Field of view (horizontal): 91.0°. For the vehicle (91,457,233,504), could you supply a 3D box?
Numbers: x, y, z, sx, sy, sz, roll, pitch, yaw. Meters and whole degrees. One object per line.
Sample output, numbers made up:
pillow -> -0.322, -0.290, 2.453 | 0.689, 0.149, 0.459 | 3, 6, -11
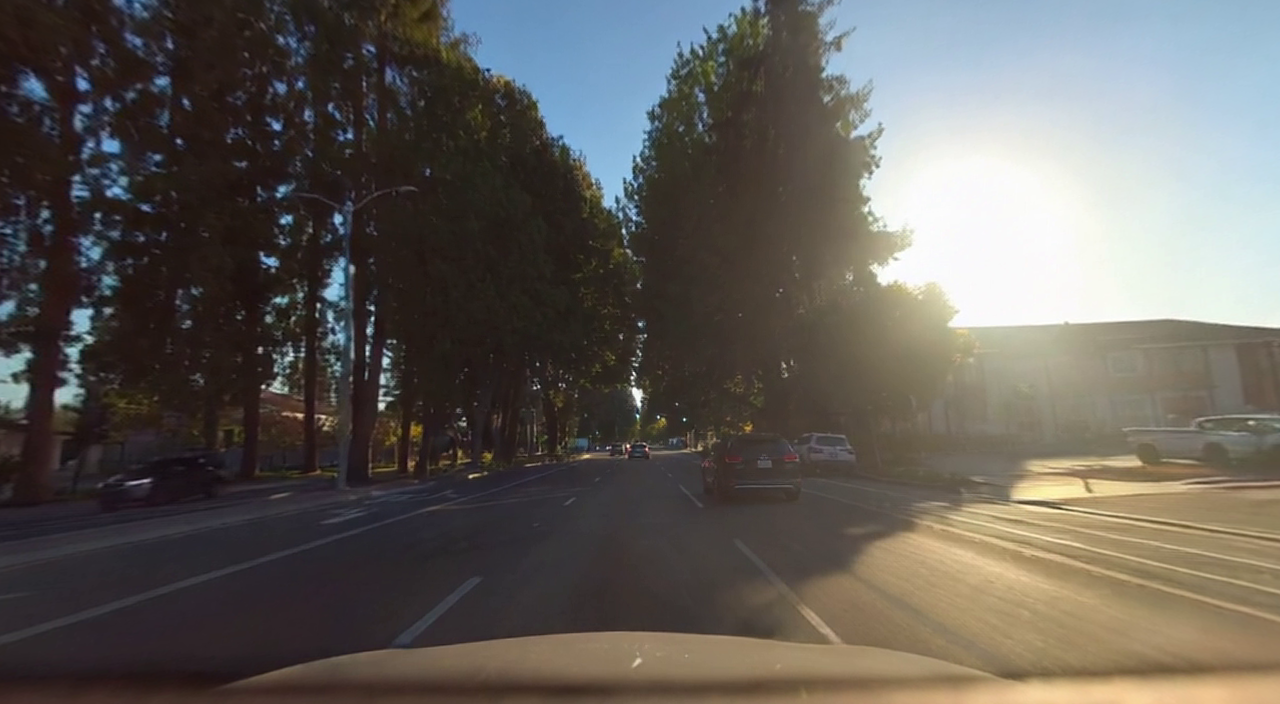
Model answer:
vehicle -> -17.658, 4.731, 23.588 | 1.865, 1.452, 4.504 | 0, -9, -1

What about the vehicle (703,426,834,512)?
vehicle -> 2.713, 2.588, 14.376 | 2.022, 1.656, 4.025 | 0, -9, -2

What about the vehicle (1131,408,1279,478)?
vehicle -> 17.450, 2.646, 18.226 | 2.131, 1.782, 5.183 | 0, -9, -2
